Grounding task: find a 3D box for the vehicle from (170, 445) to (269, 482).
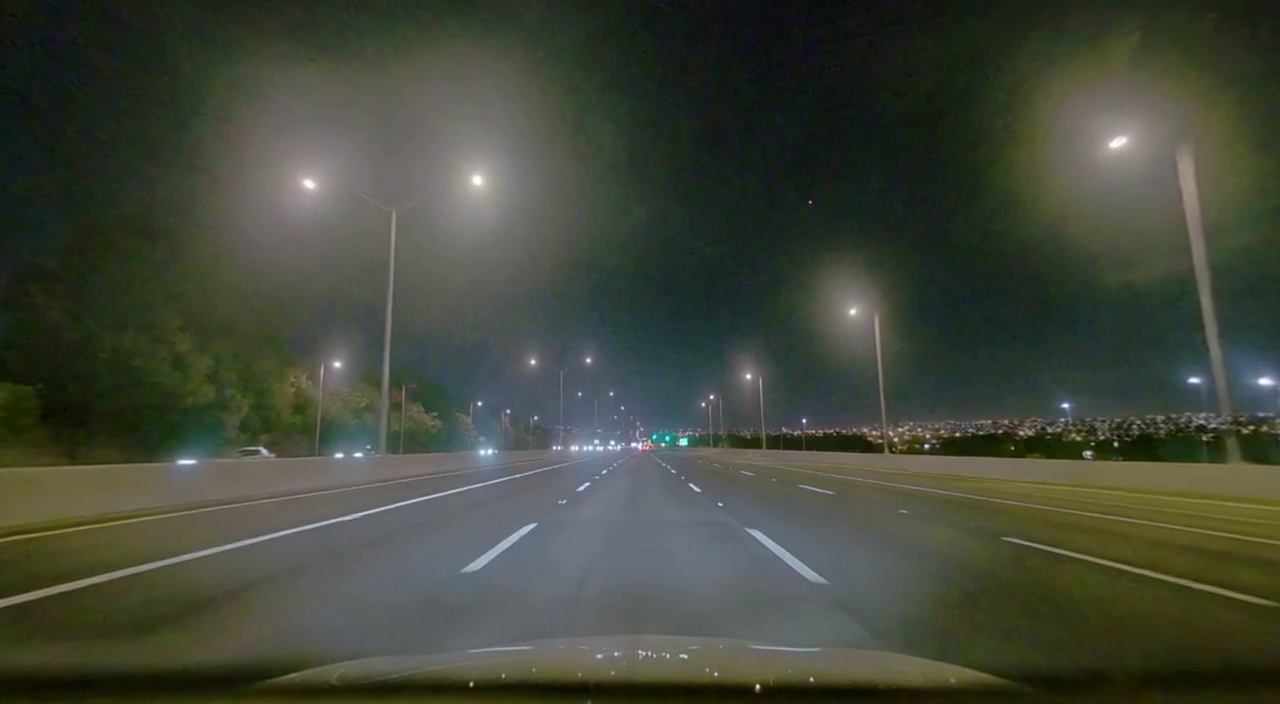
[{"bbox_3d":[-17.771,4.711,26.843,1.644,1.462,3.713,0,-9,0],"label":"vehicle"}]
